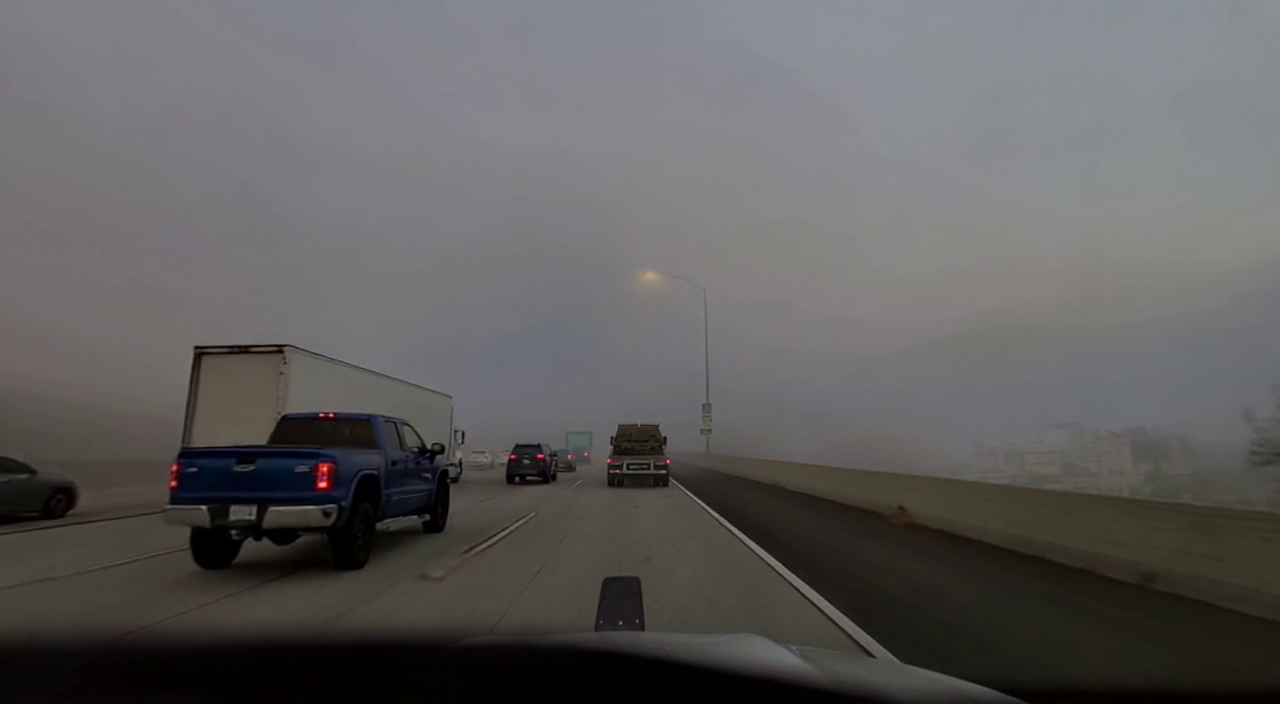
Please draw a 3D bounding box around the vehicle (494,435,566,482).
[{"bbox_3d":[-4.705,4.661,27.852,2.329,1.859,4.823,0,-9,0],"label":"vehicle"}]

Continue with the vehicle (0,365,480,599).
[{"bbox_3d":[-4.153,1.520,8.251,2.575,1.958,5.730,0,-9,0],"label":"vehicle"}]

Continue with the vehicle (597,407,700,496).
[{"bbox_3d":[0.129,3.396,21.737,2.886,2.471,7.692,0,-9,-2],"label":"vehicle"}]
